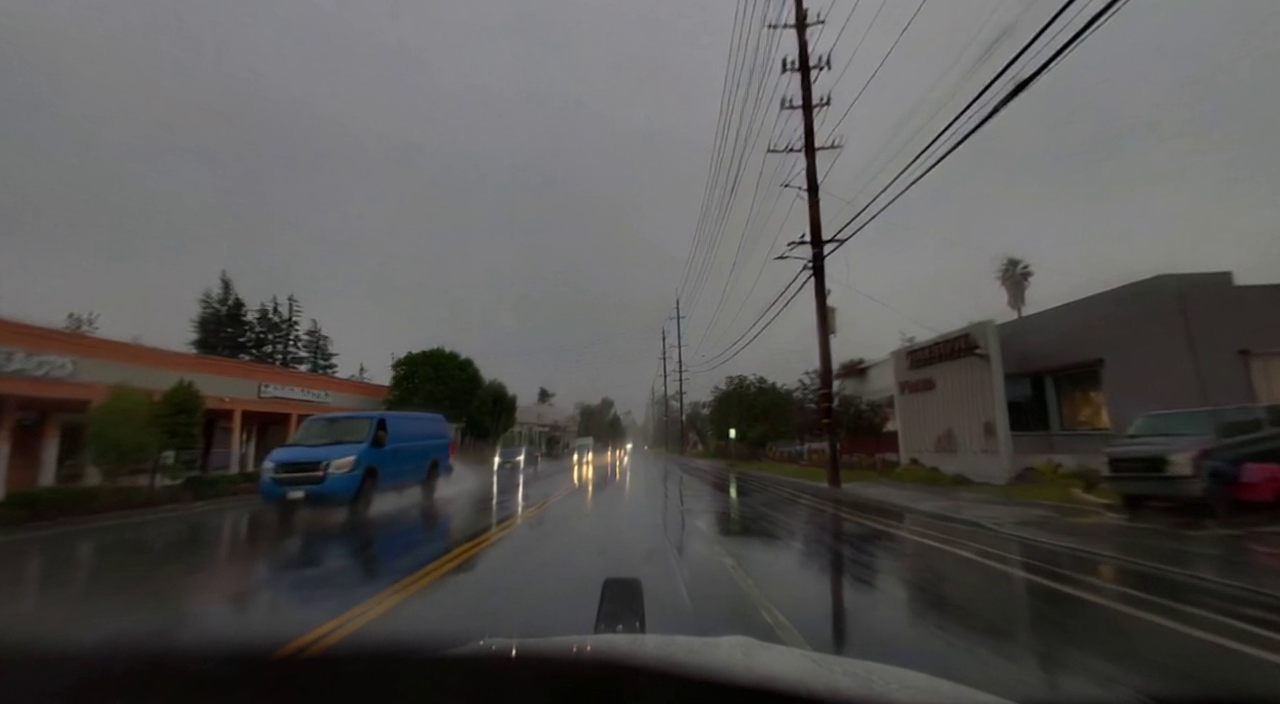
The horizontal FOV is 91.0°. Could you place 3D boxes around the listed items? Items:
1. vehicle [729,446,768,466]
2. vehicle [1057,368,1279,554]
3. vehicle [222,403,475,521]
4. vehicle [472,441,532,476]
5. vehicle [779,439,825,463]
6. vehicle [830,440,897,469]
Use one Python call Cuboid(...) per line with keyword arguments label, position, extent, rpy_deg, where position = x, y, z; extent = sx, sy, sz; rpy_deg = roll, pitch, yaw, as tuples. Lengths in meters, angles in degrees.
Cuboid(label="vehicle", position=(8.175, 7.843, 47.814), extent=(1.869, 1.428, 4.250), rpy_deg=(0, -9, -5))
Cuboid(label="vehicle", position=(9.971, 1.758, 10.629), extent=(6.532, 2.291, 2.575), rpy_deg=(6, -10, -36))
Cuboid(label="vehicle", position=(-6.918, 2.782, 16.547), extent=(2.909, 2.362, 7.390), rpy_deg=(-1, -8, 2))
Cuboid(label="vehicle", position=(-7.341, 5.704, 34.031), extent=(2.242, 1.741, 4.519), rpy_deg=(0, -8, -1))
Cuboid(label="vehicle", position=(12.581, 7.738, 49.316), extent=(2.051, 1.811, 5.330), rpy_deg=(0, -9, -1))
Cuboid(label="vehicle", position=(12.969, 5.975, 36.912), extent=(2.143, 1.518, 4.893), rpy_deg=(0, -8, 0))
